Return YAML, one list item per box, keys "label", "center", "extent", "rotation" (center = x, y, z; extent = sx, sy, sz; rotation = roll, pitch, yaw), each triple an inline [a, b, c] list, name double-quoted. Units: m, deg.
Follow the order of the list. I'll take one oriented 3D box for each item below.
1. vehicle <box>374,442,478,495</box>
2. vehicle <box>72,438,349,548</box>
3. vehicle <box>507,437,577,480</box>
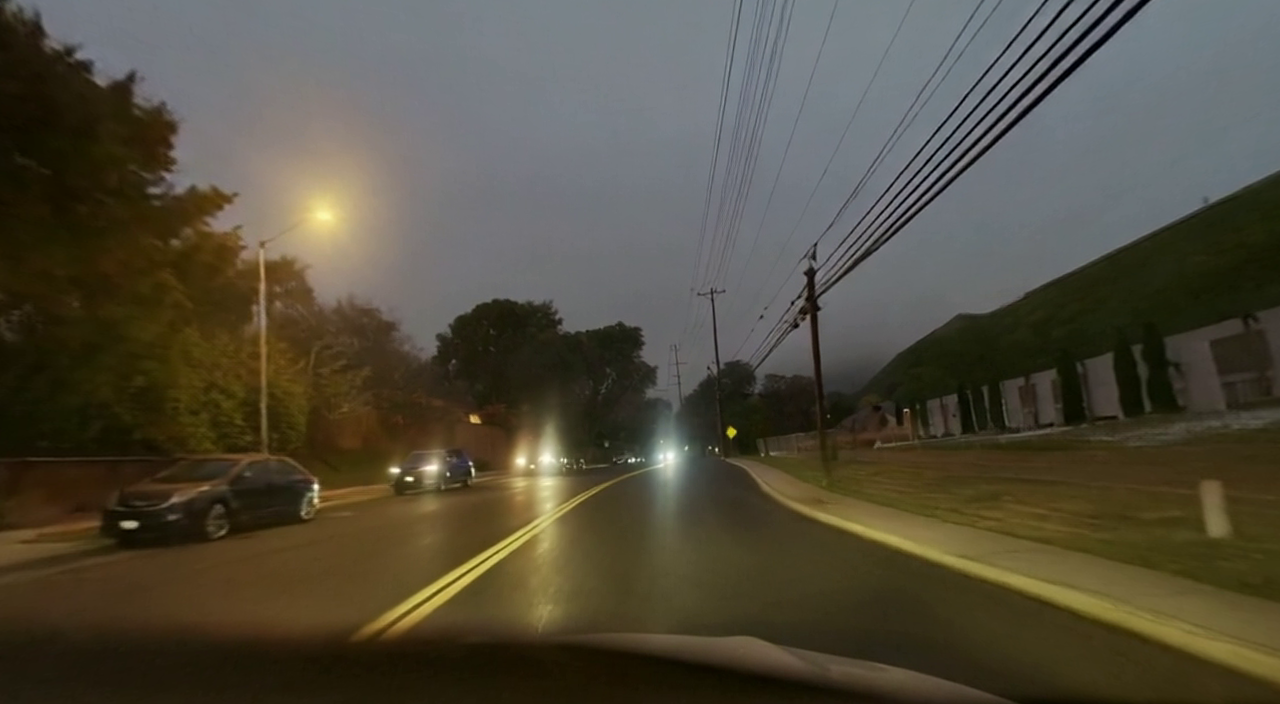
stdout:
- label: "vehicle"
  center: [-6.975, 3.914, 21.048]
  extent: [1.927, 1.542, 3.886]
  rotation: [-2, -11, 3]
- label: "vehicle"
  center: [-7.438, 2.523, 11.663]
  extent: [1.840, 1.523, 4.333]
  rotation: [2, -11, 3]
- label: "vehicle"
  center: [-5.238, 5.777, 34.569]
  extent: [2.295, 1.989, 5.055]
  rotation: [-6, -10, 8]
